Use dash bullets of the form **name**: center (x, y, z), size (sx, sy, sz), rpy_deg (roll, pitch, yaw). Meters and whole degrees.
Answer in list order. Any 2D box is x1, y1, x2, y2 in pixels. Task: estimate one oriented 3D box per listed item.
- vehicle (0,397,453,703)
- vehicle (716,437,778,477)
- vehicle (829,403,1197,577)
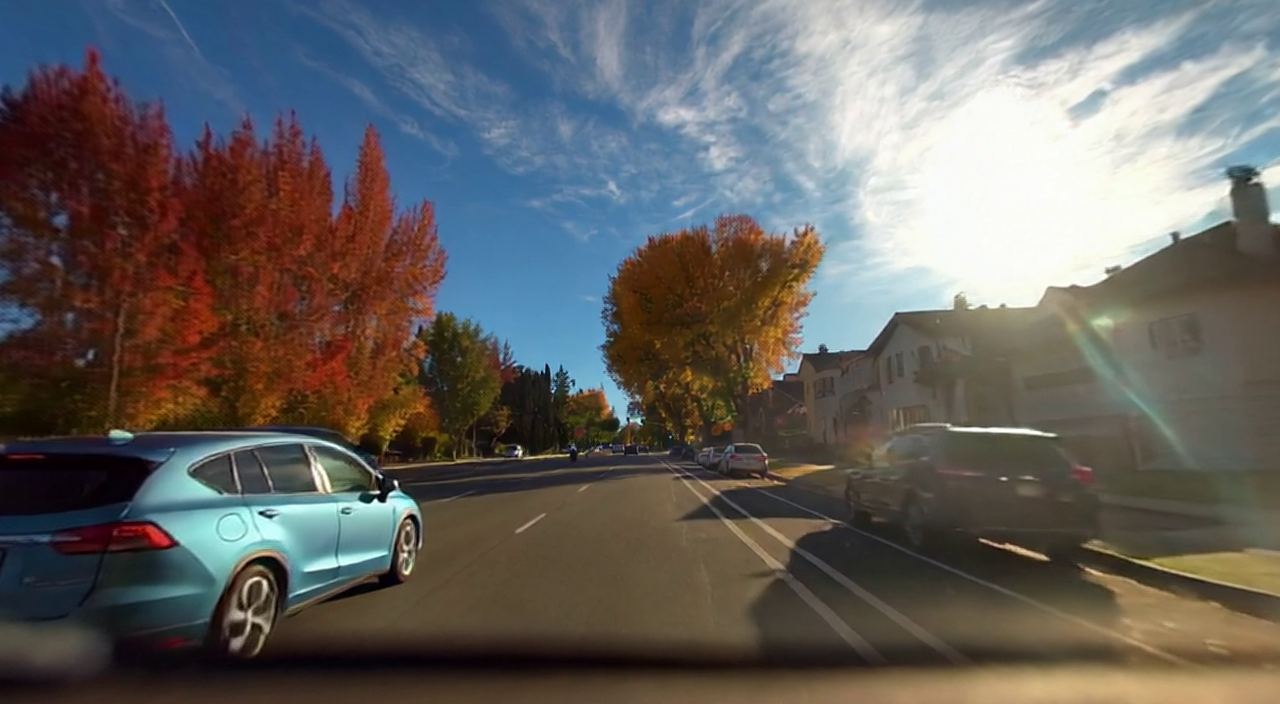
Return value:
- **vehicle**: center (-3.193, 1.268, 4.947), size (1.982, 1.478, 4.465), rpy_deg (0, -9, 1)
- **vehicle**: center (4.877, 4.872, 29.319), size (2.014, 1.700, 4.369), rpy_deg (1, -9, -1)
- **vehicle**: center (4.768, 1.875, 9.507), size (2.164, 1.793, 5.671), rpy_deg (0, -9, 1)
